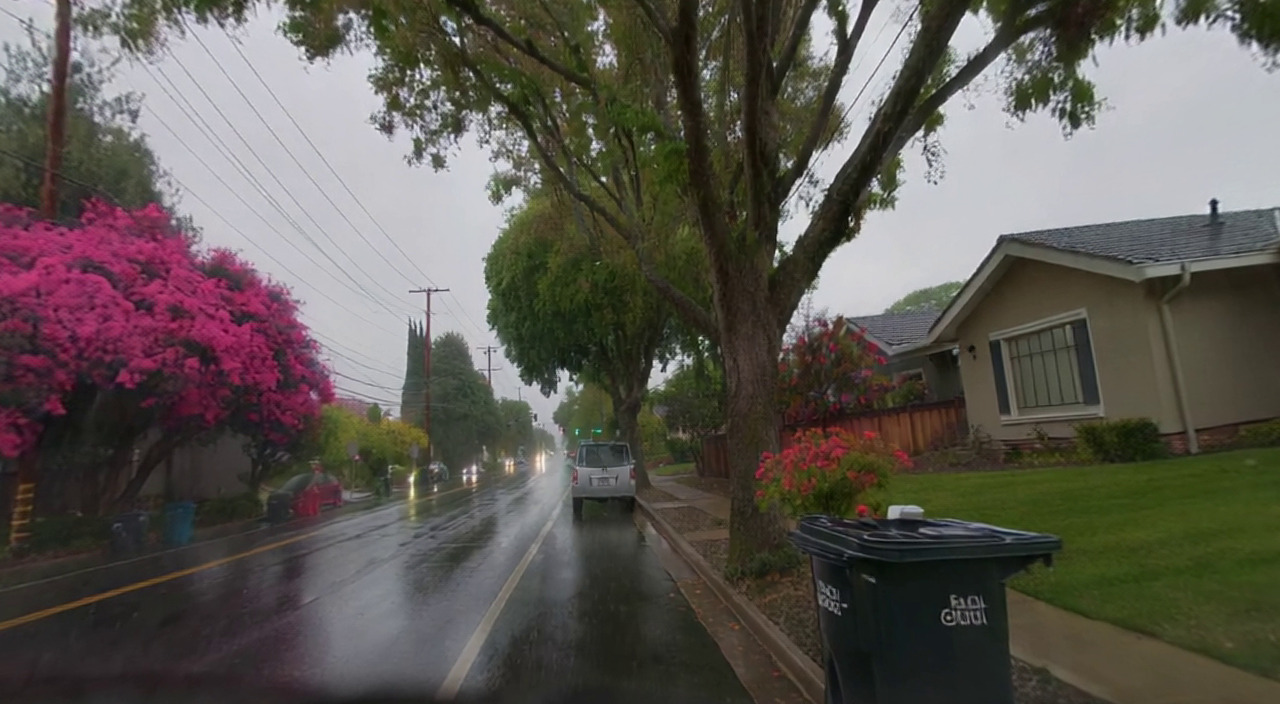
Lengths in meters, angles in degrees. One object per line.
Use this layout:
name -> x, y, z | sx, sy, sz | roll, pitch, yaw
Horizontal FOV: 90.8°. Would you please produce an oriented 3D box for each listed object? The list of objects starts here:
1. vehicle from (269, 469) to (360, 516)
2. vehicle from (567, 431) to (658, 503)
vehicle -> -13.758, 5.923, 26.985 | 1.982, 1.660, 4.142 | 1, -8, -6
vehicle -> -0.821, 3.082, 17.382 | 2.190, 1.708, 4.115 | 0, -8, -4
